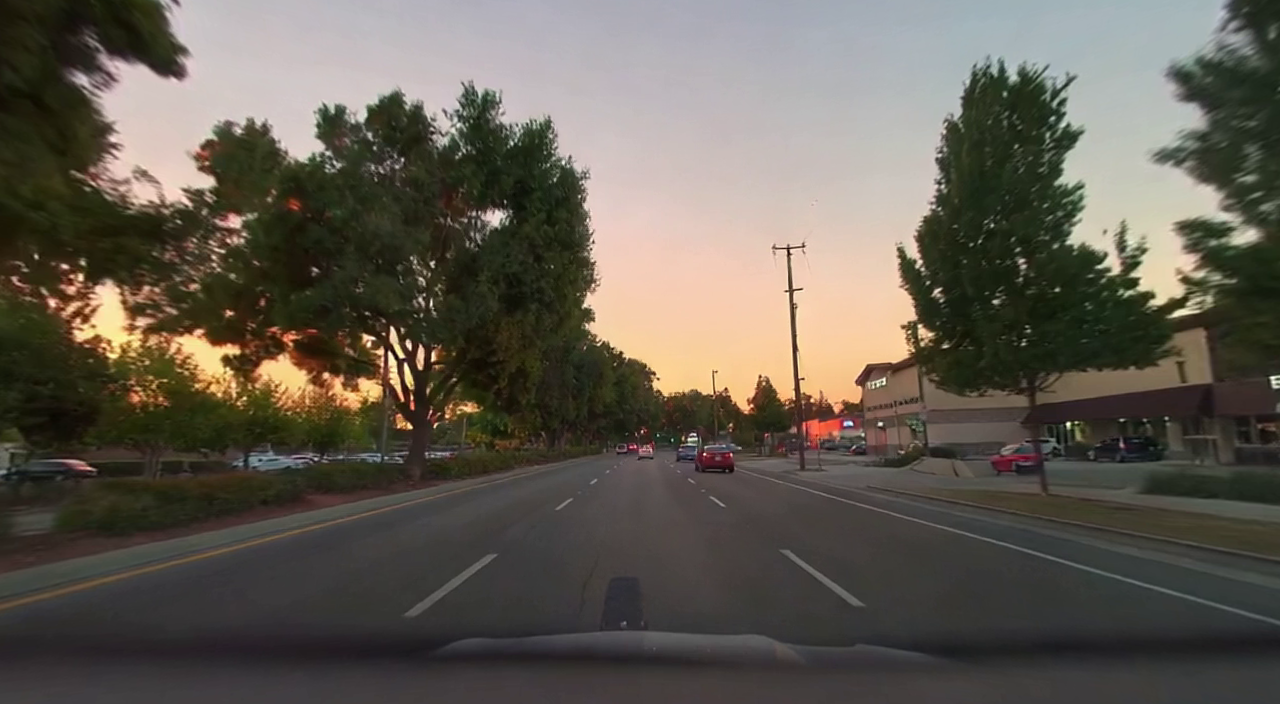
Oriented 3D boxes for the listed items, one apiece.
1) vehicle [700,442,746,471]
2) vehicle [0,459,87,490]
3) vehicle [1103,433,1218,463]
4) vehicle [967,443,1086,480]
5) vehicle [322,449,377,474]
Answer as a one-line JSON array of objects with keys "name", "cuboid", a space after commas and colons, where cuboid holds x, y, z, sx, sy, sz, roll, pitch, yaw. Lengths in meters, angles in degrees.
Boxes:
[{"name": "vehicle", "cuboid": [4.513, 5.742, 34.907, 1.916, 1.459, 4.335, 0, -8, -1]}, {"name": "vehicle", "cuboid": [-38.921, 7.868, 40.854, 1.836, 1.713, 4.667, 0, -8, 1]}, {"name": "vehicle", "cuboid": [30.083, 5.536, 36.519, 4.933, 1.653, 1.851, 0, -8, 1]}, {"name": "vehicle", "cuboid": [17.058, 4.827, 27.973, 3.907, 1.540, 2.017, 0, -8, 3]}, {"name": "vehicle", "cuboid": [-22.215, 8.386, 48.365, 1.939, 1.780, 5.057, 0, -9, -2]}]
